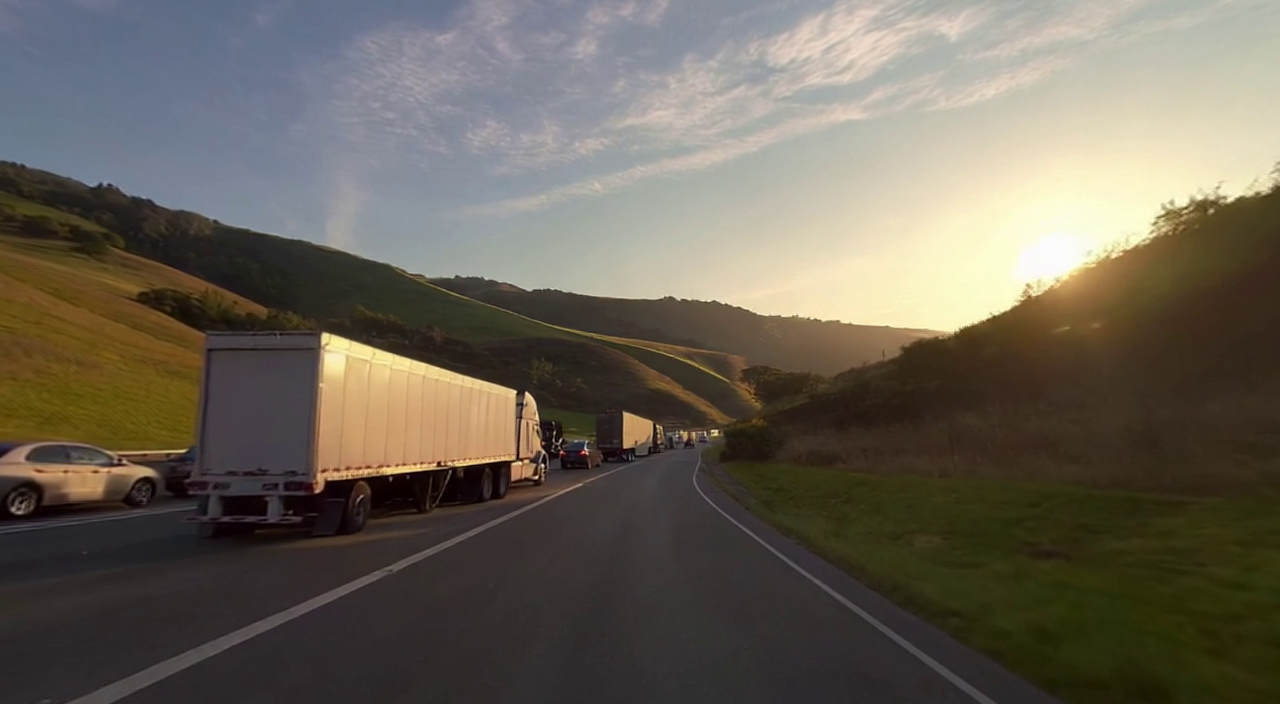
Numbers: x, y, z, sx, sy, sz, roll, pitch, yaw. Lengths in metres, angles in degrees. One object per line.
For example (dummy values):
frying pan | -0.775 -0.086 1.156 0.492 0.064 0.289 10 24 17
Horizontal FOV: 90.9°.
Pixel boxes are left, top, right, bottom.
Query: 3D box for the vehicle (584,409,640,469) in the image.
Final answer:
vehicle | -1.616 5.804 41.531 2.968 3.439 10.174 0 -9 1

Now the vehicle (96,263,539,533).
vehicle | -6.005 1.738 16.664 2.848 4.067 14.314 -1 -9 6
